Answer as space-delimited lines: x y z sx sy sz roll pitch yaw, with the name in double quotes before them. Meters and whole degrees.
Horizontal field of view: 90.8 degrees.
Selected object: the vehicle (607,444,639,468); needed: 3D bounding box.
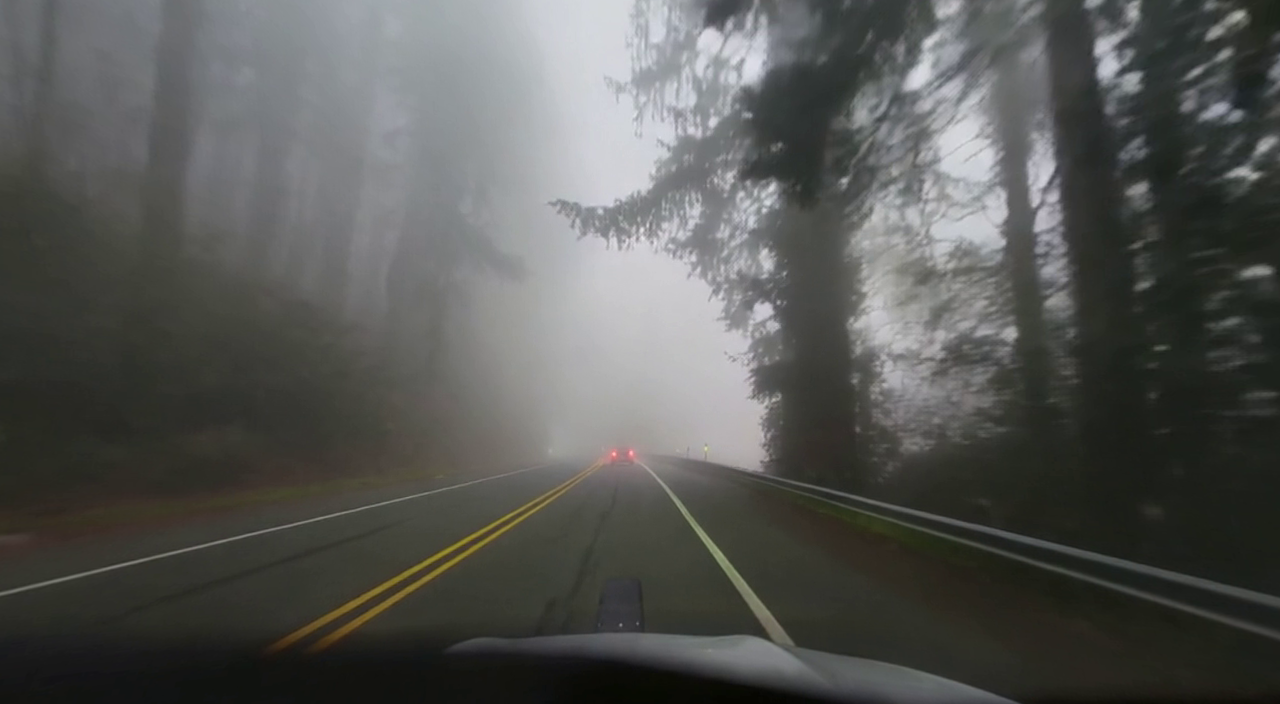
"vehicle" -1.136 6.834 41.708 2.042 1.489 3.963 0 -9 -2
